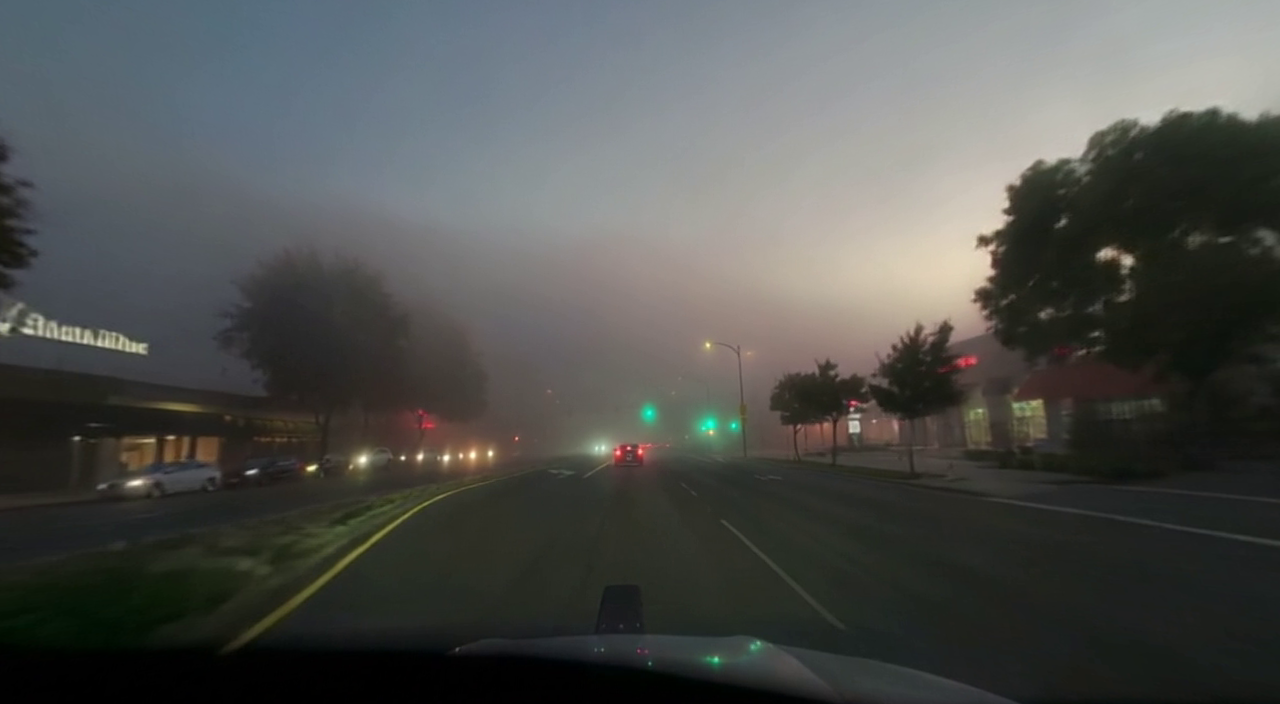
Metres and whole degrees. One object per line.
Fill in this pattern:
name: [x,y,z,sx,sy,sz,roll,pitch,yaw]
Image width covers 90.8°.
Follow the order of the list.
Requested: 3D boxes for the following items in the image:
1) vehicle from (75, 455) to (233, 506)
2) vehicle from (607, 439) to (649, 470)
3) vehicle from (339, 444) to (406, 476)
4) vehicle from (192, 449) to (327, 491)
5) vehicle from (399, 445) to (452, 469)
vehicle: [-15.856,4.175,20.996,1.792,1.413,4.452,0,-9,-2]
vehicle: [-0.615,5.335,33.146,2.045,1.510,3.690,0,-9,-1]
vehicle: [-15.826,6.412,37.570,1.981,1.755,4.113,-1,-9,3]
vehicle: [-15.680,4.871,26.468,2.098,1.524,5.102,-1,-9,6]
vehicle: [-15.911,7.785,47.156,2.130,1.692,4.734,-1,-9,2]
